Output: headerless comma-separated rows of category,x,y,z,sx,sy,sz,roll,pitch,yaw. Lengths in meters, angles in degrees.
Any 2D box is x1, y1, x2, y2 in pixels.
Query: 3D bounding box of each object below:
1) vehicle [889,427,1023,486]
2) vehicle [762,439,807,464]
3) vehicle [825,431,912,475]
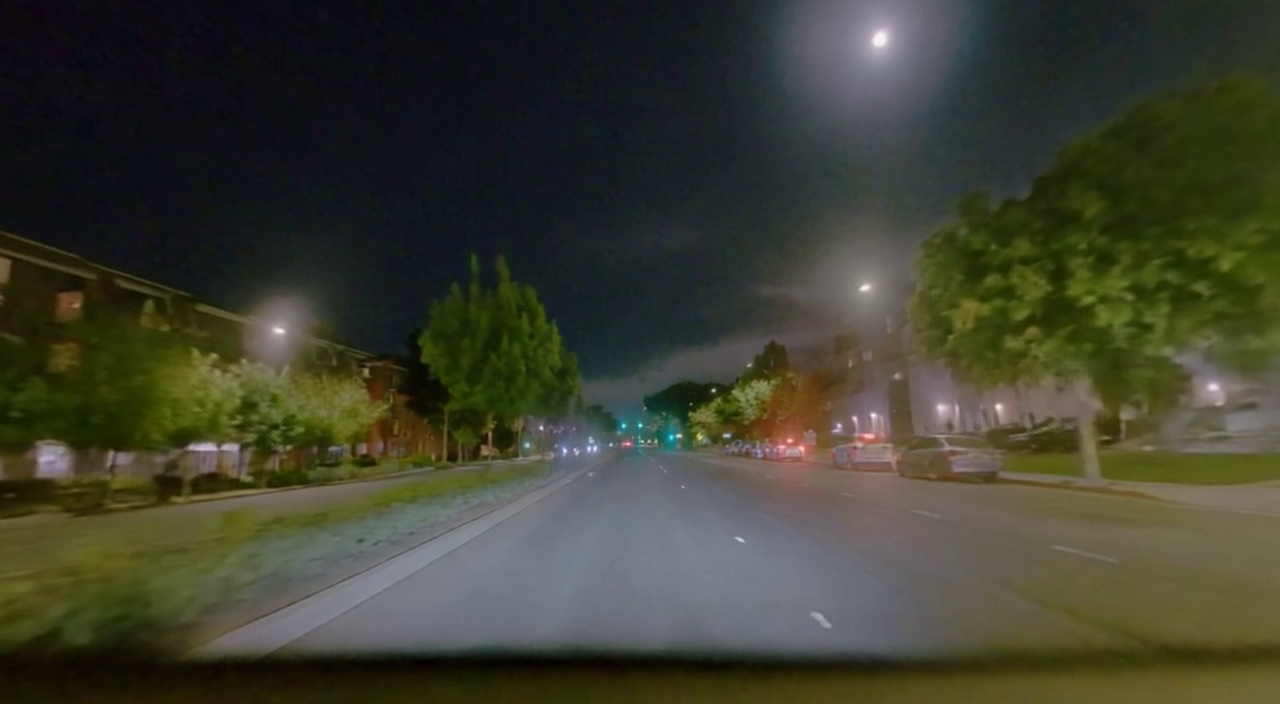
vehicle,9.939,3.315,20.316,1.984,1.672,4.262,0,-8,-2
vehicle,9.774,6.740,43.038,1.970,1.610,4.247,0,-8,-1
vehicle,9.839,4.396,27.626,2.037,1.732,4.530,0,-8,-1
